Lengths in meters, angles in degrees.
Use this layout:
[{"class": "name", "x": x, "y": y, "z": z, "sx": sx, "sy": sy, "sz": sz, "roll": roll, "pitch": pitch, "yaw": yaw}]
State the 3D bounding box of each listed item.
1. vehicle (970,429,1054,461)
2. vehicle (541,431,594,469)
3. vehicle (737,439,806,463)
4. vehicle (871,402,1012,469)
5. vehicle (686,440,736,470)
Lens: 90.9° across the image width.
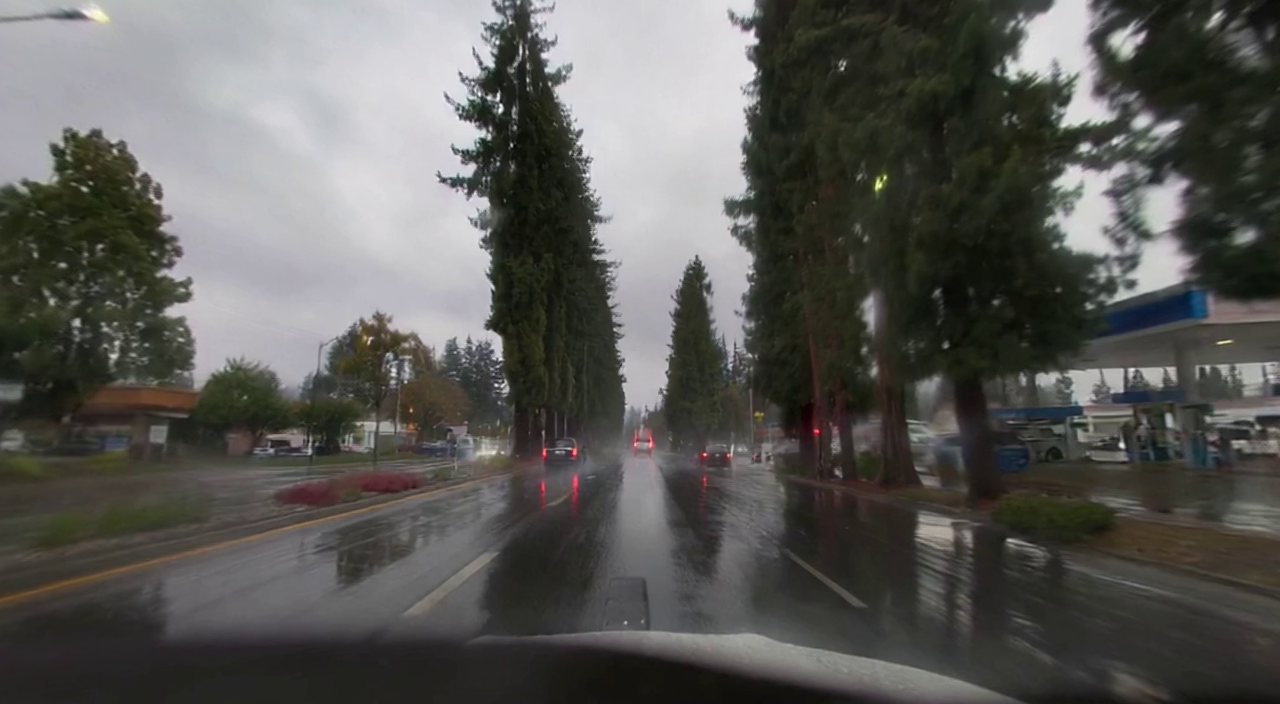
[{"class": "vehicle", "x": 21.057, "y": 5.335, "z": 35.916, "sx": 2.029, "sy": 1.733, "sz": 4.440, "roll": 0, "pitch": -9, "yaw": 0}, {"class": "vehicle", "x": -3.509, "y": 4.861, "z": 31.370, "sx": 2.051, "sy": 1.747, "sz": 4.370, "roll": 0, "pitch": -8, "yaw": 1}, {"class": "vehicle", "x": 9.689, "y": 7.331, "z": 46.765, "sx": 4.526, "sy": 1.768, "sz": 2.056, "roll": 1, "pitch": -9, "yaw": -9}, {"class": "vehicle", "x": 15.626, "y": 4.512, "z": 33.627, "sx": 3.133, "sy": 3.133, "sz": 8.198, "roll": 0, "pitch": -8, "yaw": -3}, {"class": "vehicle", "x": 3.654, "y": 5.408, "z": 33.321, "sx": 2.010, "sy": 1.486, "sz": 4.498, "roll": 0, "pitch": -8, "yaw": -1}]
